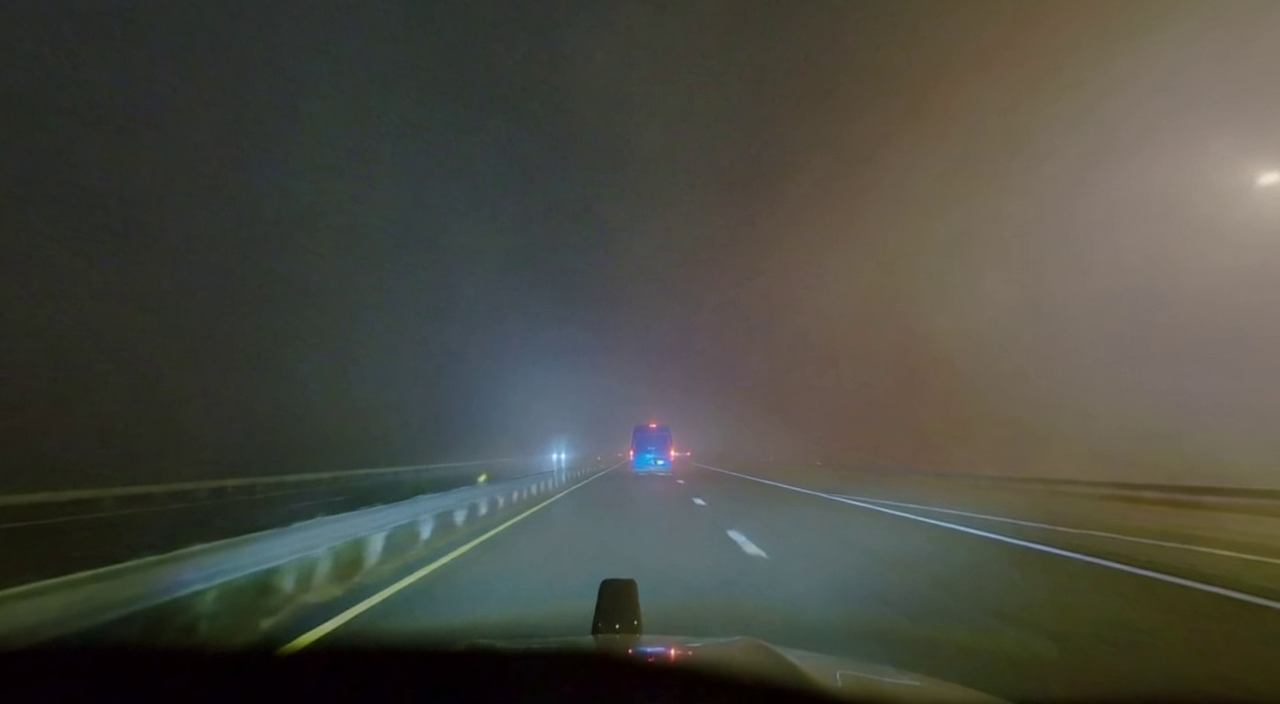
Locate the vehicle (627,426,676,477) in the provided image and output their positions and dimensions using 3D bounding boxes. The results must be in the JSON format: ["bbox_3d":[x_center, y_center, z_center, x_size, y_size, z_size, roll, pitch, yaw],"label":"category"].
[{"bbox_3d":[0.639,5.623,35.524,2.560,2.598,5.581,-1,-9,1],"label":"vehicle"}]
